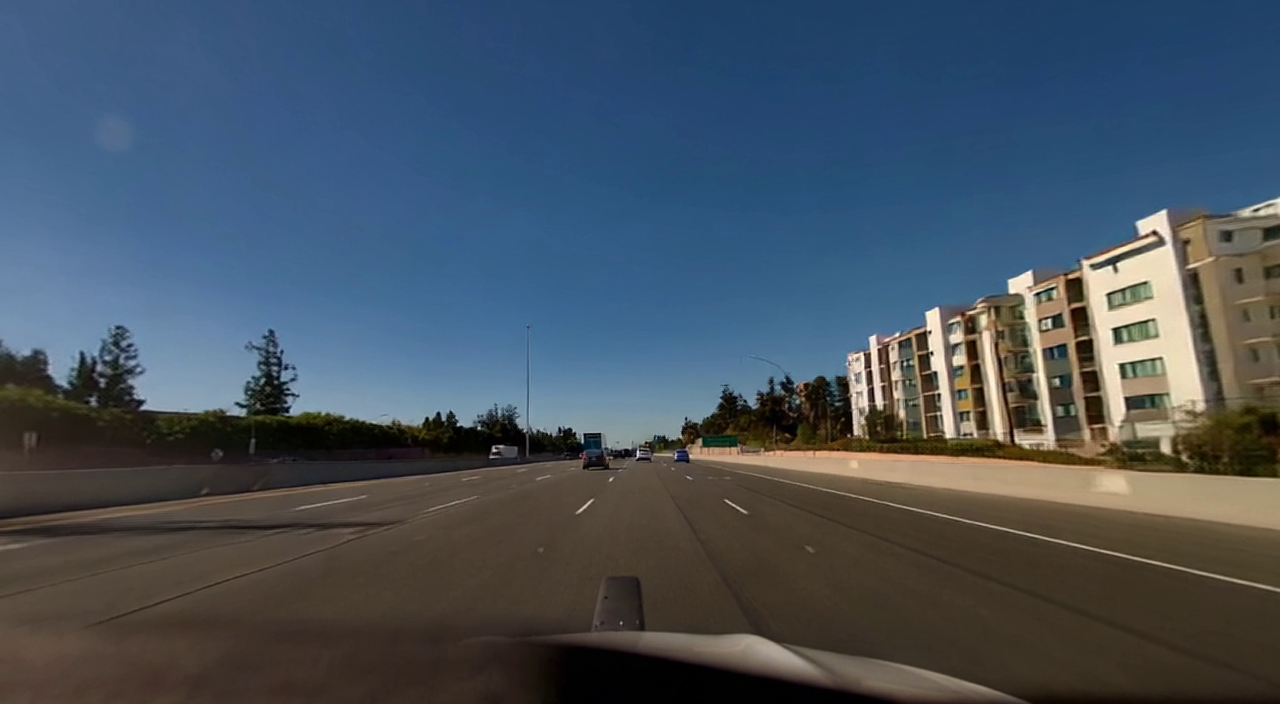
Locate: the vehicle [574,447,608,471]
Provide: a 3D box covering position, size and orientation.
[{"bbox_3d":[-3.555,7.864,46.453,2.195,1.630,4.336,0,-9,0],"label":"vehicle"}]
